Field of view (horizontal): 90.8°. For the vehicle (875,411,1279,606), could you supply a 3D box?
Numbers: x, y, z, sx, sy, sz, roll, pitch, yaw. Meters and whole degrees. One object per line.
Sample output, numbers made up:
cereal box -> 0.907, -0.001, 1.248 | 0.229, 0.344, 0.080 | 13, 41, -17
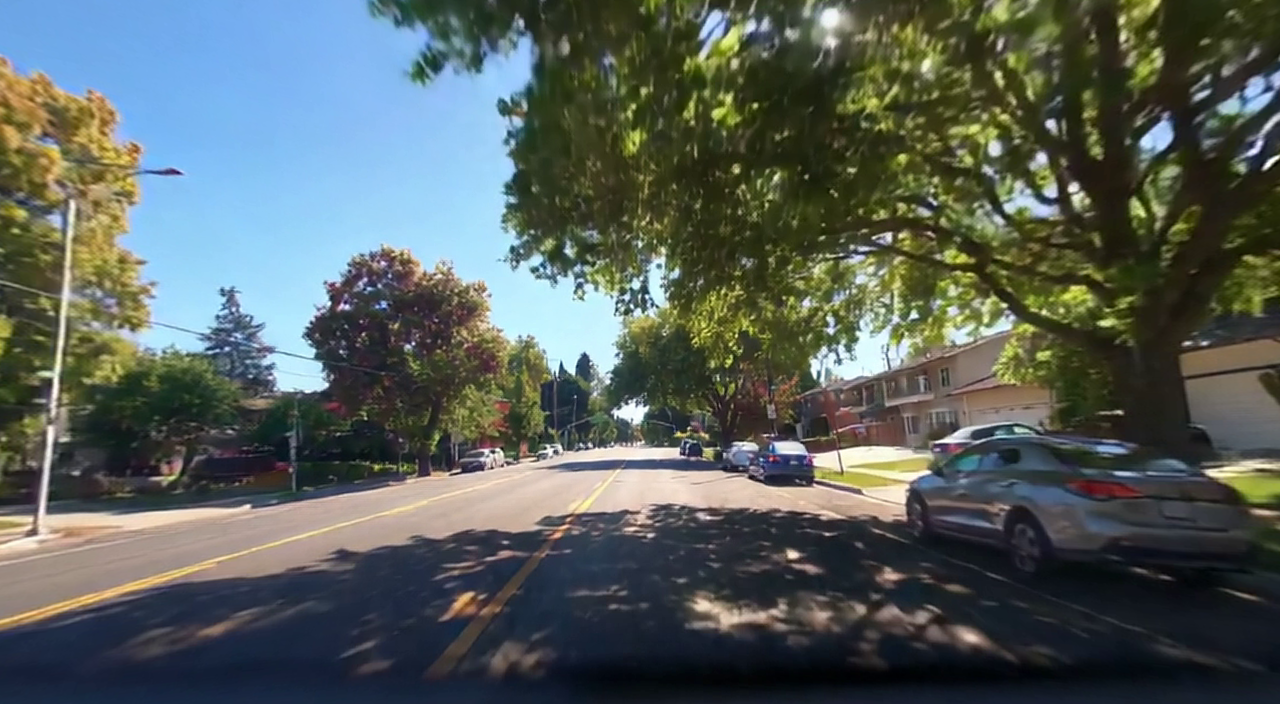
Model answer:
vehicle -> 4.657, 1.599, 7.485 | 1.934, 1.573, 4.547 | 0, -8, -1

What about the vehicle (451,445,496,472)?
vehicle -> -10.816, 6.940, 41.286 | 1.845, 1.626, 4.105 | 0, -8, -1

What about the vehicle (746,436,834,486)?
vehicle -> 4.993, 3.675, 21.675 | 1.924, 1.516, 4.163 | 0, -8, -1
